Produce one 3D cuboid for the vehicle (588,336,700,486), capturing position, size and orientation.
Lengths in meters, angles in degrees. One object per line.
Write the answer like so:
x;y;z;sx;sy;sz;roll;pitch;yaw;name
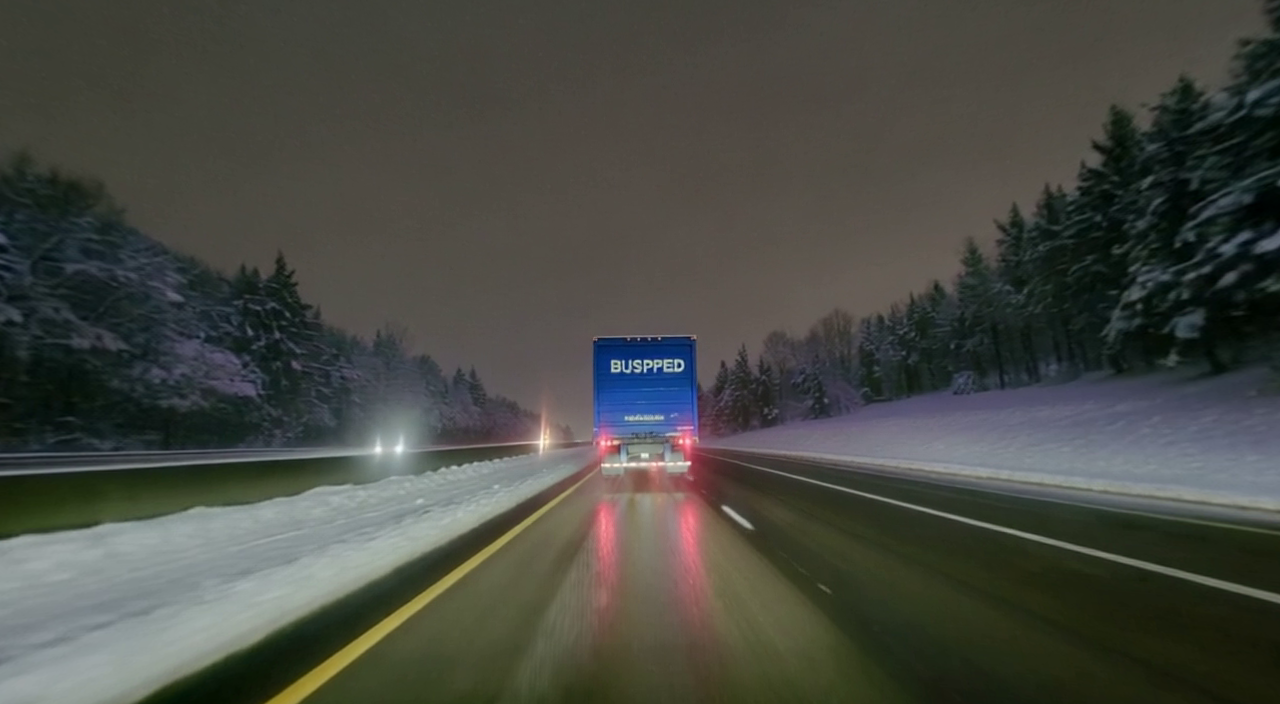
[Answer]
0.077;2.108;20.725;2.870;3.911;8.697;0;-8;0;vehicle
